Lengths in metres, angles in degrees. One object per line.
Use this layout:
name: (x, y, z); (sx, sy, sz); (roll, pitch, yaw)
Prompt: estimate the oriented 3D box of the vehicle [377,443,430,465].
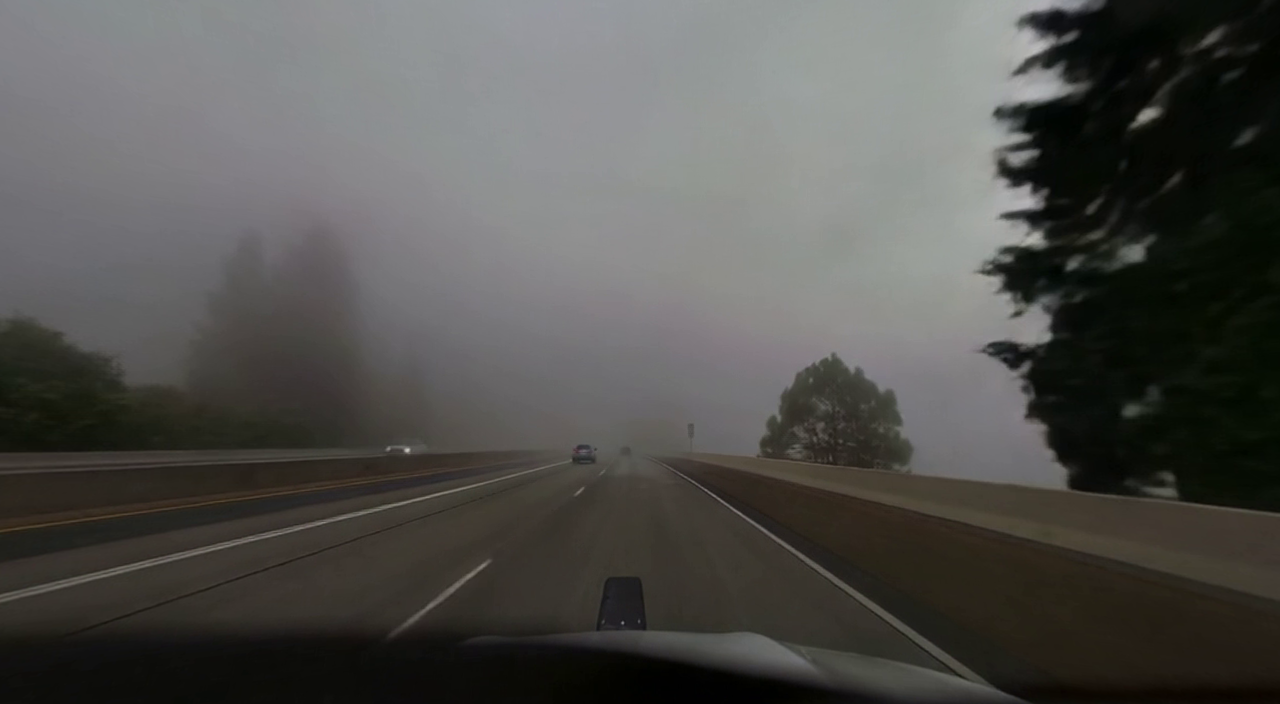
vehicle: (-17.416, 7.522, 46.680); (2.081, 1.532, 4.784); (0, -9, -1)
